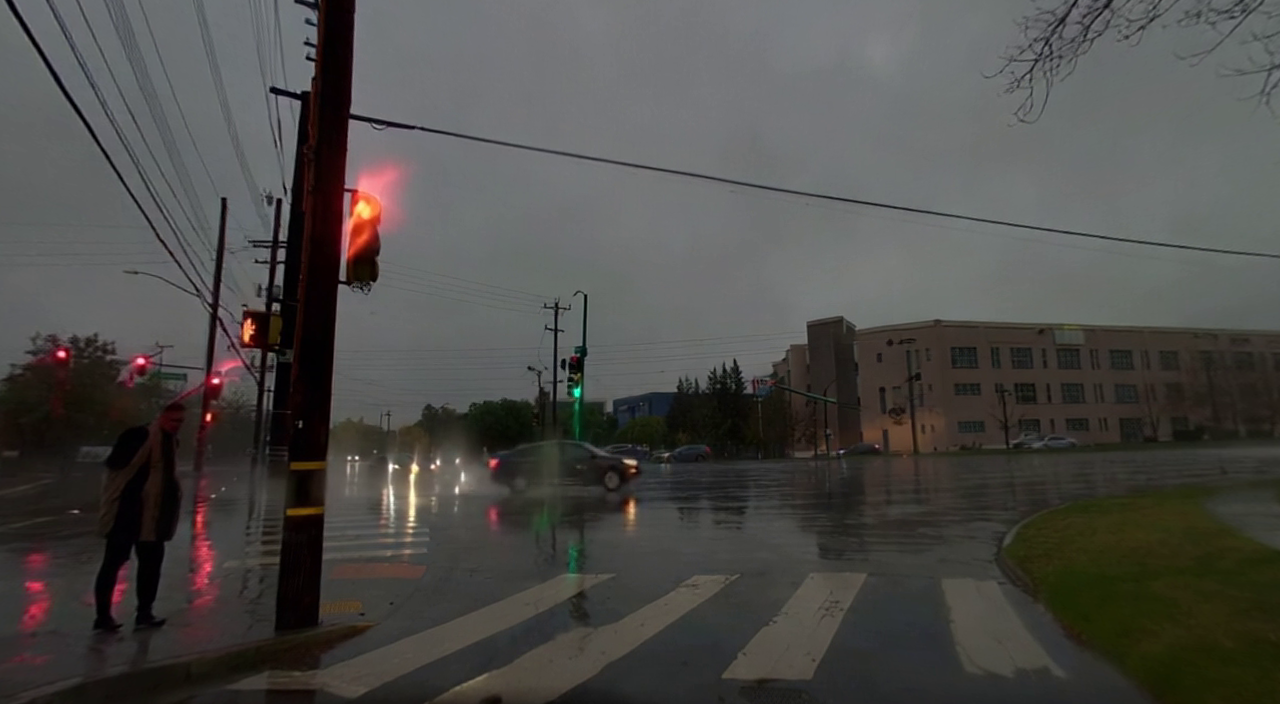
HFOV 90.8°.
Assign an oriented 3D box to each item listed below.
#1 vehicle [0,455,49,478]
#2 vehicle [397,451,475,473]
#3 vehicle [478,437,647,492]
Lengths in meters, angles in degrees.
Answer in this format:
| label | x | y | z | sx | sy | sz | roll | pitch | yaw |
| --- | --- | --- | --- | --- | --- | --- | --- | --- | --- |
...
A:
| label | x | y | z | sx | sy | sz | roll | pitch | yaw |
| --- | --- | --- | --- | --- | --- | --- | --- | --- | --- |
| vehicle | -44.671 | 8.132 | 45.208 | 2.058 | 1.487 | 4.660 | 4 | -9 | -26 |
| vehicle | -13.905 | 7.476 | 43.120 | 4.837 | 1.407 | 1.818 | 4 | -9 | -26 |
| vehicle | -2.254 | 3.303 | 18.795 | 4.700 | 1.479 | 2.095 | 1 | -8 | -7 |
